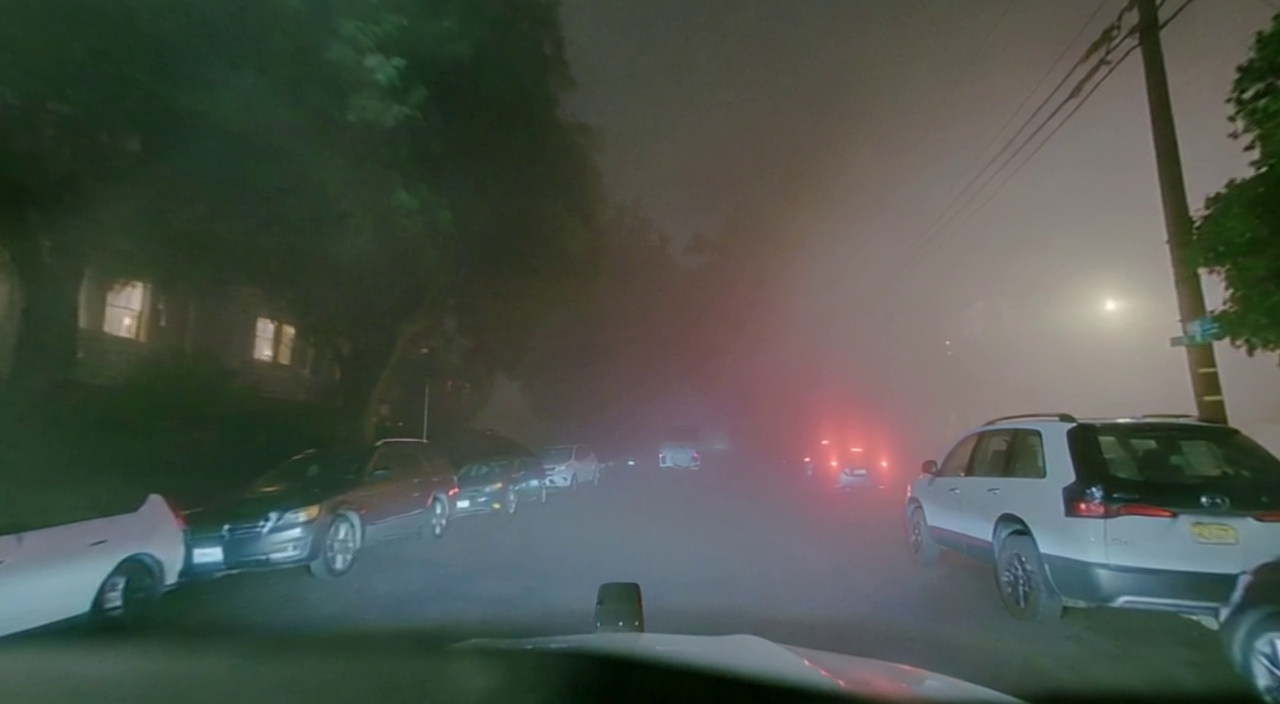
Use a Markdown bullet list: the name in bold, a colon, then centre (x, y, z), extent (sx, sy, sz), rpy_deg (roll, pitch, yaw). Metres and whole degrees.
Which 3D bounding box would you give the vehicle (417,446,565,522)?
- **vehicle**: centre (-3.291, 3.015, 15.125), extent (1.861, 1.474, 4.749), rpy_deg (-1, -8, 7)

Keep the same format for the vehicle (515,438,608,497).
- **vehicle**: centre (-2.560, 3.933, 22.159), extent (2.002, 1.781, 5.380), rpy_deg (-1, -8, 7)

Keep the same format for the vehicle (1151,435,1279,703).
- **vehicle**: centre (3.661, 0.860, 1.139), extent (1.992, 1.456, 4.610), rpy_deg (-1, -8, 6)

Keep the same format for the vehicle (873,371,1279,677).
- **vehicle**: centre (4.170, 1.410, 6.385), extent (2.182, 1.900, 4.779), rpy_deg (-1, -8, 5)

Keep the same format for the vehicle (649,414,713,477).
- **vehicle**: centre (2.265, 4.816, 32.583), extent (2.716, 2.887, 6.781), rpy_deg (-1, -8, 8)

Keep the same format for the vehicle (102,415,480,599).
- **vehicle**: centre (-4.193, 1.926, 8.938), extent (2.203, 1.815, 4.972), rpy_deg (-1, -8, 4)

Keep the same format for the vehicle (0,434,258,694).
- **vehicle**: centre (-4.692, 1.242, 3.706), extent (1.855, 1.510, 4.406), rpy_deg (-1, -8, 5)

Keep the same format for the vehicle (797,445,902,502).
- **vehicle**: centre (6.041, 3.513, 18.745), extent (1.813, 1.468, 4.267), rpy_deg (0, -8, 3)
